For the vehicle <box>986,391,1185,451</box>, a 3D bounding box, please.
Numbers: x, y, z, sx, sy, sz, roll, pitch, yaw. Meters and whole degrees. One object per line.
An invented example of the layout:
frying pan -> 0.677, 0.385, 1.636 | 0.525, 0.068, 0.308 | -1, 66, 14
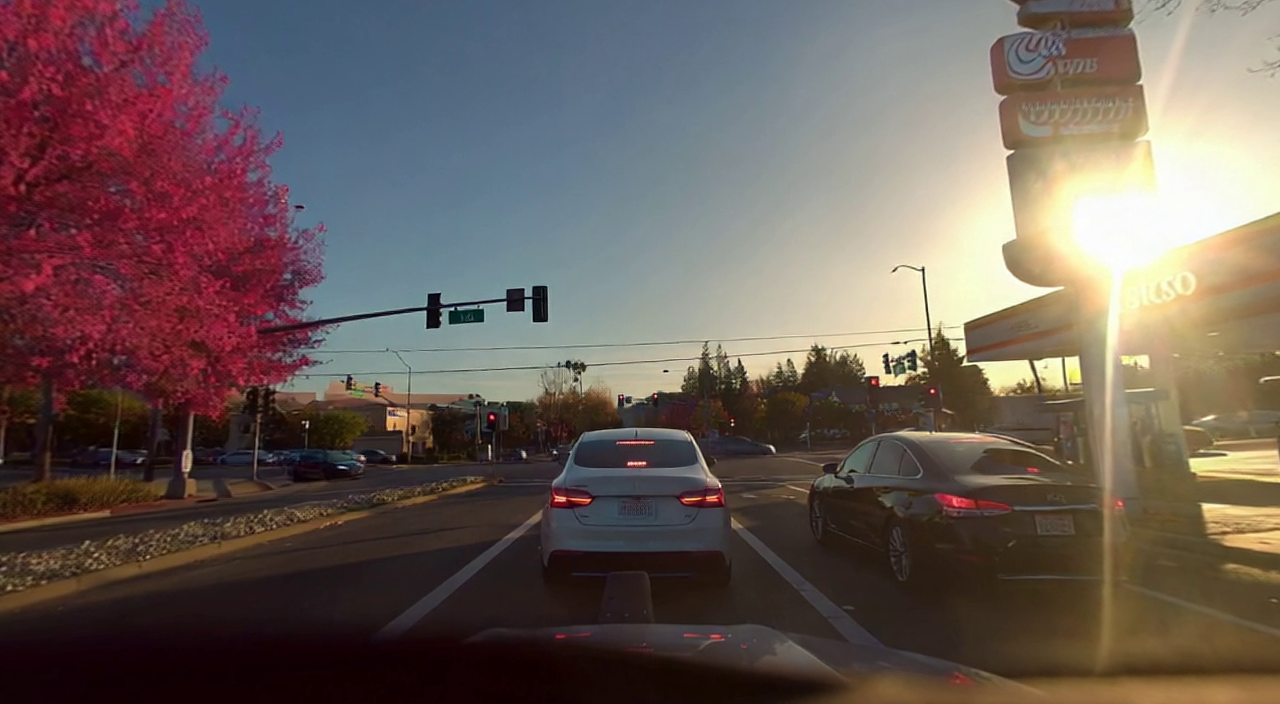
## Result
vehicle -> 30.069, 4.736, 42.928 | 10.890, 3.868, 3.021 | -1, -8, 2

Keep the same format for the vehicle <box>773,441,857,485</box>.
vehicle -> 6.521, 4.161, 23.996 | 1.942, 1.511, 4.390 | 0, -8, 0

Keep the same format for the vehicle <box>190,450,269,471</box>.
vehicle -> -29.463, 7.759, 45.280 | 4.466, 1.438, 1.837 | -1, -8, 5

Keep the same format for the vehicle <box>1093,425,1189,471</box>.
vehicle -> 18.559, 3.528, 23.273 | 4.300, 1.495, 2.053 | 8, -12, -43

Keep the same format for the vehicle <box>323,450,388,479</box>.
vehicle -> -15.797, 6.179, 34.857 | 1.944, 1.465, 4.609 | 7, -11, -40

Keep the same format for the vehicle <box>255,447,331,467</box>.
vehicle -> -26.798, 8.126, 48.766 | 4.806, 1.472, 1.886 | -1, -8, 5

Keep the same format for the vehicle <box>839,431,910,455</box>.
vehicle -> 18.183, 7.084, 49.010 | 4.656, 1.605, 1.942 | -3, -8, 4

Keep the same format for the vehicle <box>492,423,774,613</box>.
vehicle -> -0.074, 1.608, 7.060 | 2.213, 1.482, 4.057 | 0, -8, -1

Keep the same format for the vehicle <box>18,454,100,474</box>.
vehicle -> -42.815, 8.255, 46.478 | 4.511, 1.407, 1.764 | -1, -8, 4
